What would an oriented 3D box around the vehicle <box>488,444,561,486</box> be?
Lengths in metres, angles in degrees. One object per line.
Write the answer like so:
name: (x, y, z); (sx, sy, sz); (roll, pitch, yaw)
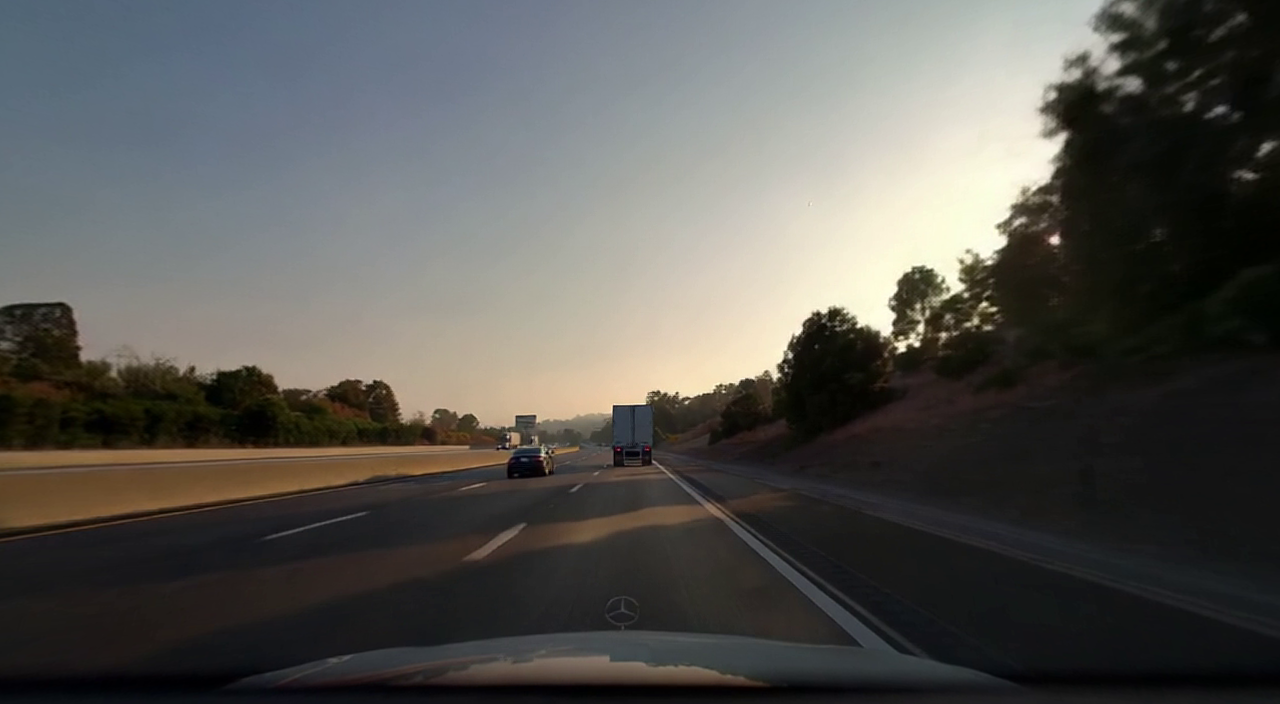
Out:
vehicle: (-4.423, 4.389, 24.922); (1.892, 1.471, 5.047); (0, -9, 0)
